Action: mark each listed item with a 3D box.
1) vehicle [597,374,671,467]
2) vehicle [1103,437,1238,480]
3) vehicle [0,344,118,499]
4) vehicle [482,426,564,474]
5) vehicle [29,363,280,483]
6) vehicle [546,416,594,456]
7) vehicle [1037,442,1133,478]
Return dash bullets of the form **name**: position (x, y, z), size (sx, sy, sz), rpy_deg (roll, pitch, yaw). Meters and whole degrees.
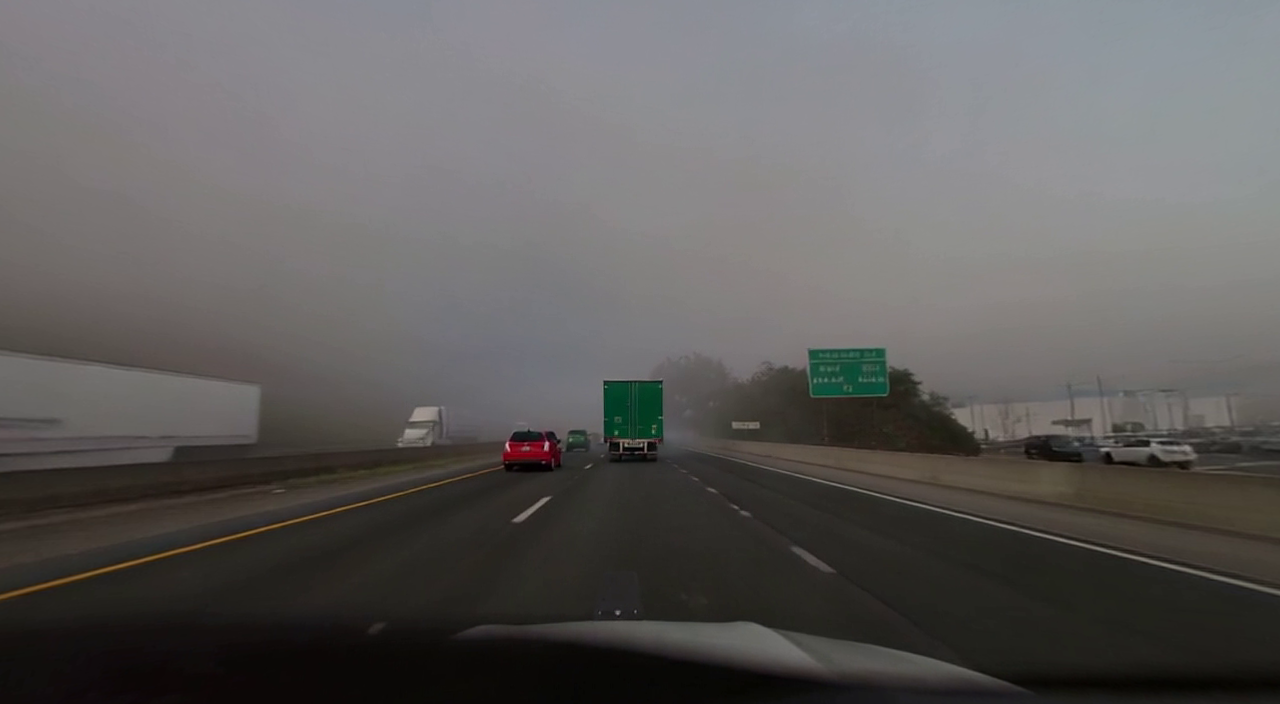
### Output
- **vehicle**: position (-0.370, 3.666, 32.765), size (3.259, 4.066, 9.891), rpy_deg (0, -8, -1)
- **vehicle**: position (23.026, 4.612, 27.623), size (1.986, 1.605, 4.381), rpy_deg (-2, -7, -2)
- **vehicle**: position (-17.051, 1.477, 13.703), size (2.959, 3.738, 9.951), rpy_deg (0, -8, -1)
- **vehicle**: position (-4.231, 3.626, 23.664), size (2.005, 1.602, 5.131), rpy_deg (0, -8, 1)
- **vehicle**: position (-17.234, 2.725, 23.469), size (2.786, 3.661, 8.169), rpy_deg (0, -8, -1)
- **vehicle**: position (-4.973, 6.144, 46.027), size (2.717, 2.714, 6.997), rpy_deg (0, -8, -1)
- **vehicle**: position (22.951, 5.528, 32.746), size (1.699, 1.625, 4.494), rpy_deg (-2, -8, 0)
